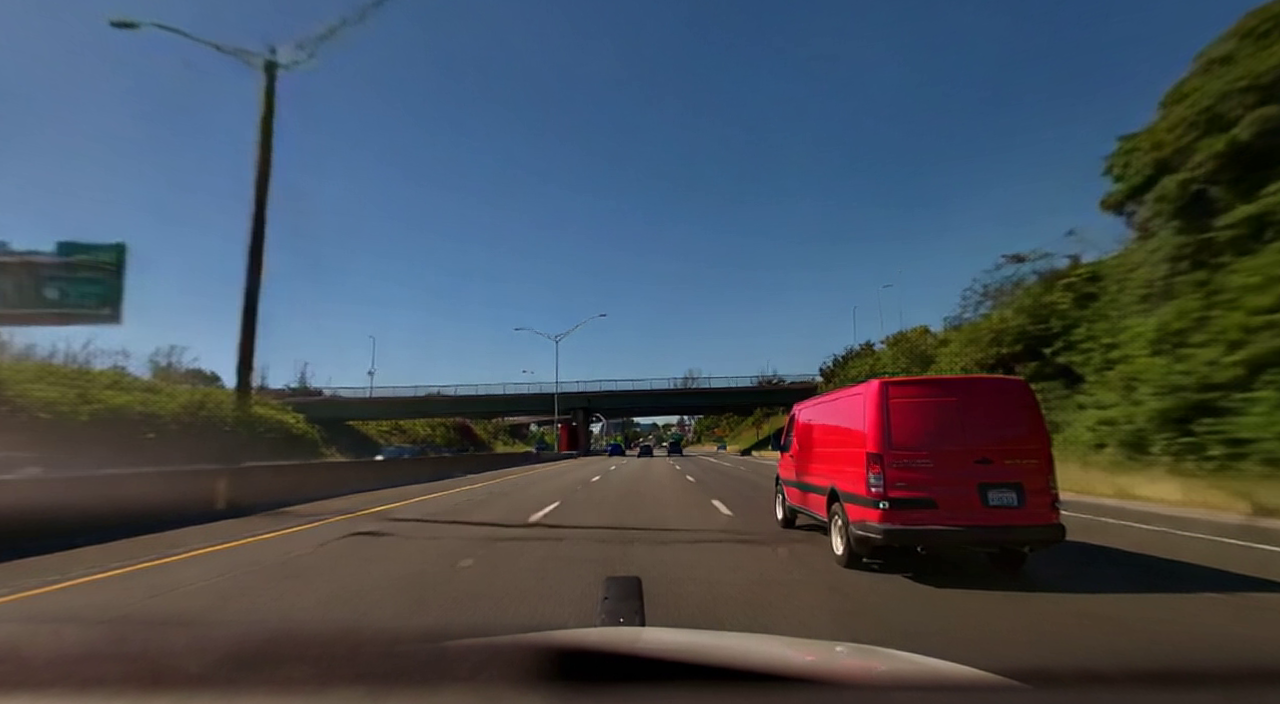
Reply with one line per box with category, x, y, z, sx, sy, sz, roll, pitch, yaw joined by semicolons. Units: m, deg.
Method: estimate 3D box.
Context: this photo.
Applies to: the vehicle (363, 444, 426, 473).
vehicle;-16.603;7.185;43.031;2.022;1.796;5.309;0;-8;2
